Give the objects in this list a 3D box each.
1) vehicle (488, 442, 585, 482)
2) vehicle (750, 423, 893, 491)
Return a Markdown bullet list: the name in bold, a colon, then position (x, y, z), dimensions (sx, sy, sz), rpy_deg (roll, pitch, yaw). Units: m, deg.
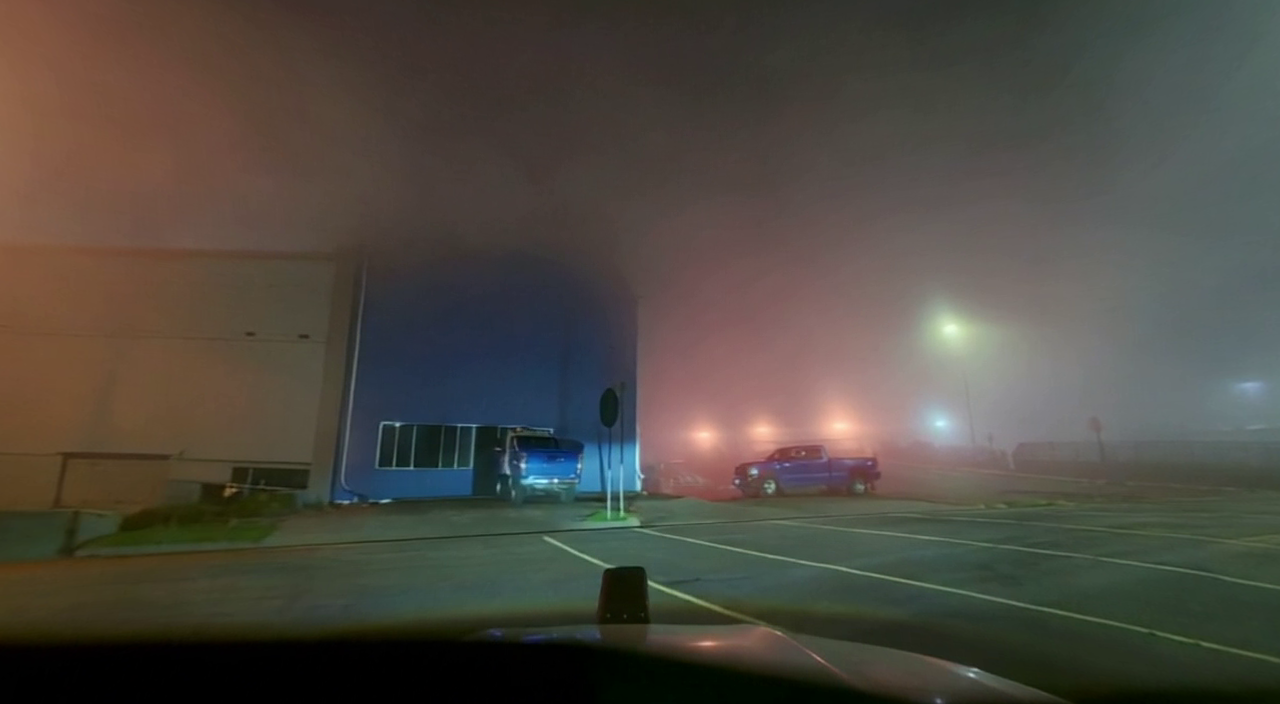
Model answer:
- **vehicle**: position (-5.990, 6.309, 36.458), dimensions (5.207, 2.103, 1.997), rpy_deg (3, -9, -20)
- **vehicle**: position (8.710, 5.070, 30.363), dimensions (6.271, 3.004, 2.298), rpy_deg (4, -11, -19)
